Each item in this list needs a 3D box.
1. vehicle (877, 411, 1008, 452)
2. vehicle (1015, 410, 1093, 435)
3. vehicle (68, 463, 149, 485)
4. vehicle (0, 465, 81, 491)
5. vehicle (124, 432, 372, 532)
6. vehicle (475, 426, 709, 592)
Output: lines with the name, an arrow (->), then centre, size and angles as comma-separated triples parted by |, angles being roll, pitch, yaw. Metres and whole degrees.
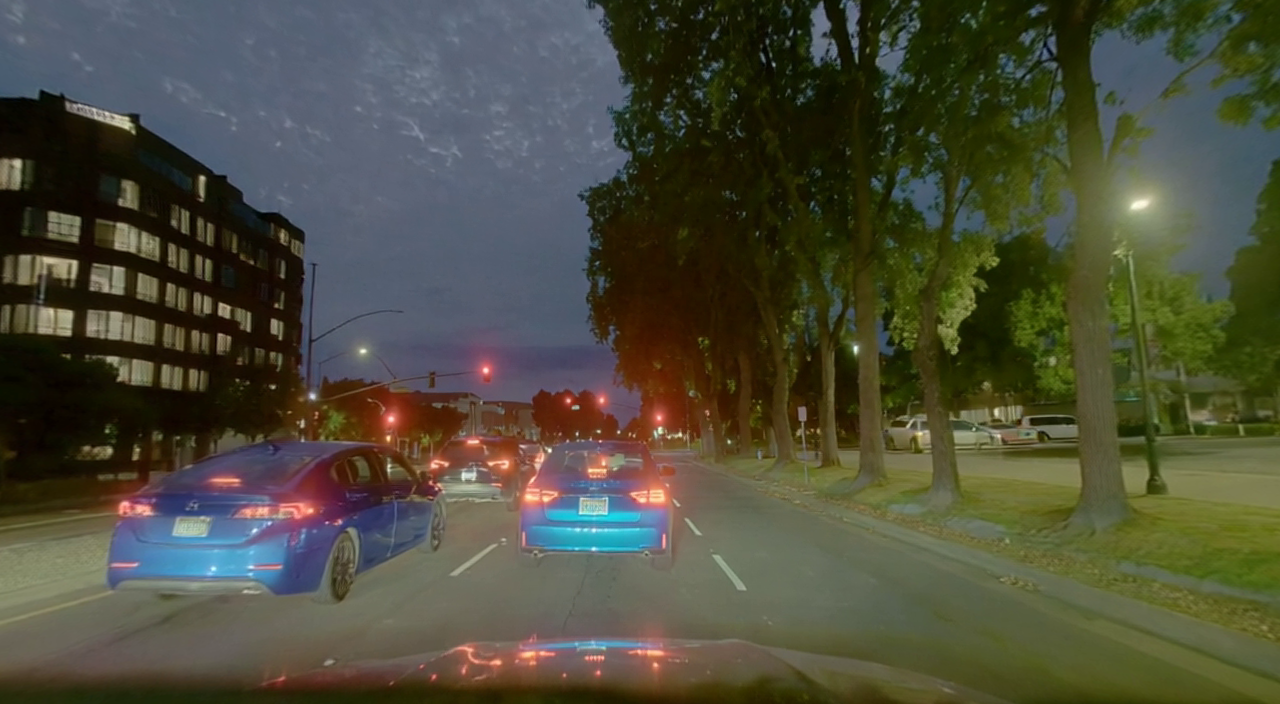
vehicle -> 13.918, 3.708, 29.308 | 4.975, 1.809, 1.956 | 0, -9, 1
vehicle -> 30.354, 5.235, 46.479 | 4.627, 1.671, 1.929 | -5, -10, 31
vehicle -> -36.435, 8.364, 43.369 | 3.918, 1.423, 1.861 | 0, -9, 1
vehicle -> -36.647, 7.548, 38.052 | 4.093, 1.440, 1.804 | 0, -9, -1
vehicle -> -7.278, 2.436, 12.432 | 2.096, 1.593, 4.288 | 0, -9, 0
vehicle -> -0.426, 1.719, 7.722 | 2.104, 1.472, 3.946 | 0, -9, 0
